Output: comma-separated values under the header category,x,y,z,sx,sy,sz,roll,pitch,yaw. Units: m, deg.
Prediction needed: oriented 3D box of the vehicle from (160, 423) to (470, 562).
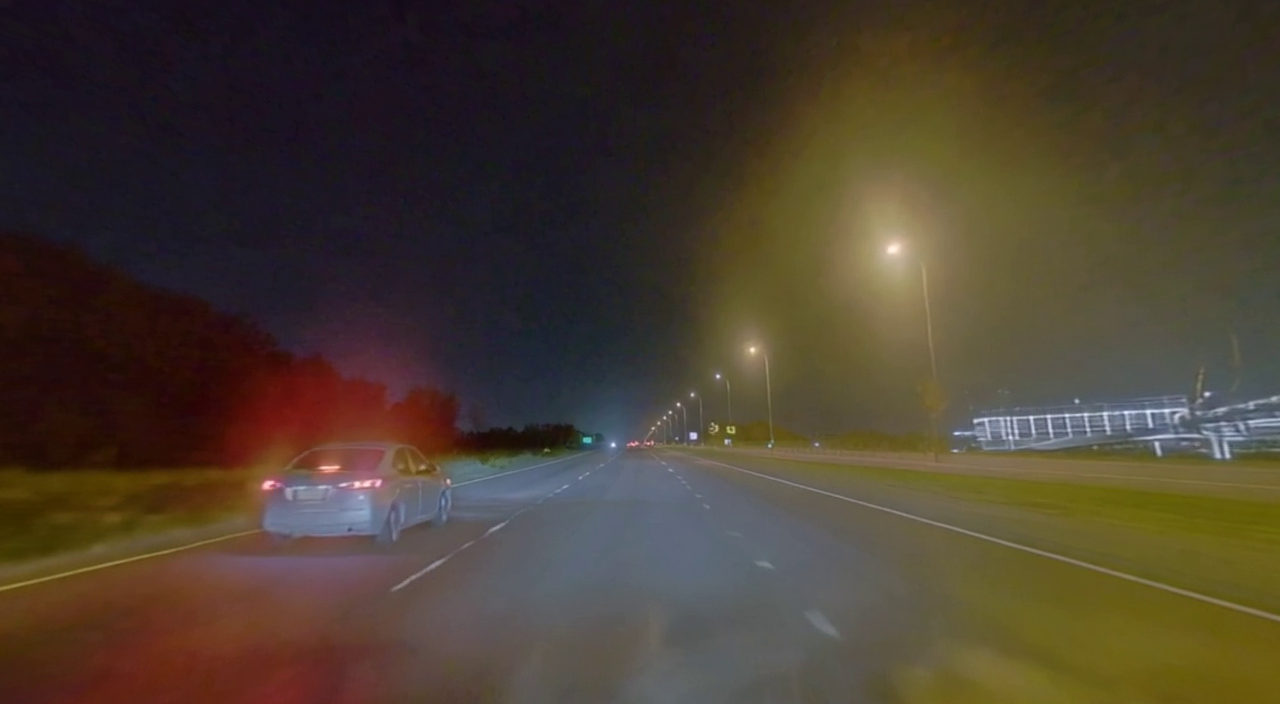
category,x,y,z,sx,sy,sz,roll,pitch,yaw
vehicle,-4.041,1.806,8.935,1.934,1.451,4.544,0,-8,1
